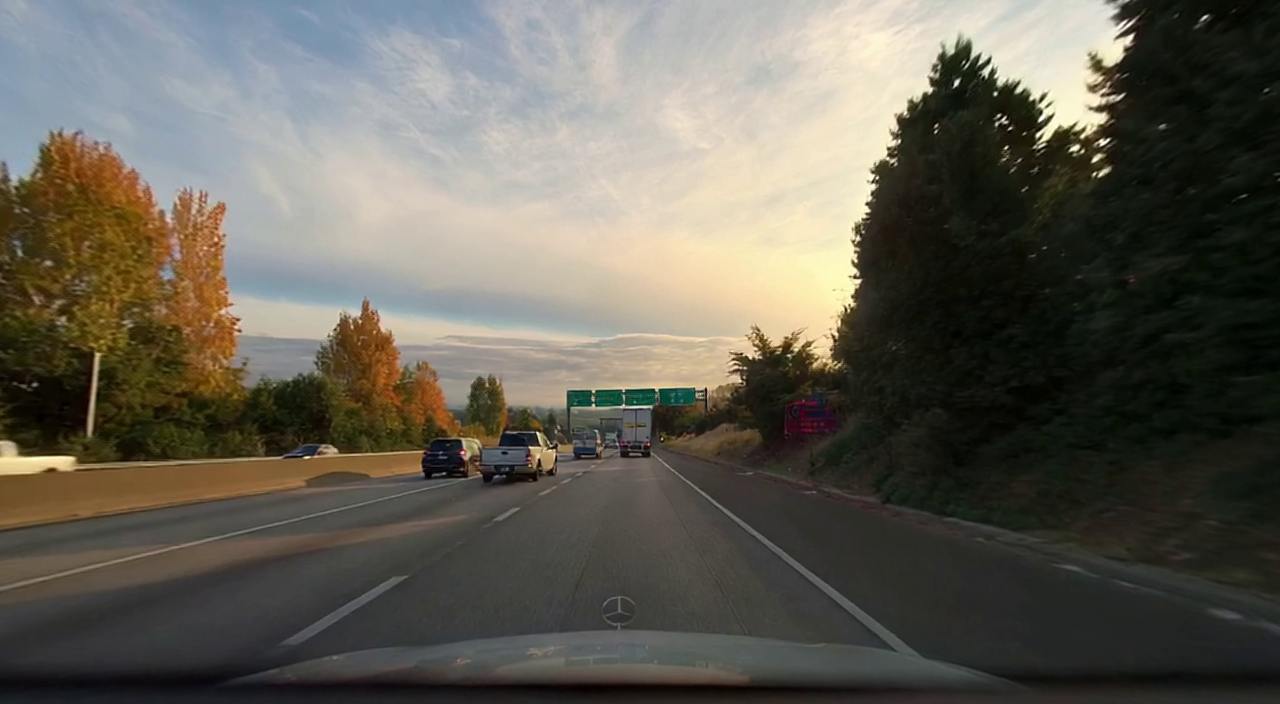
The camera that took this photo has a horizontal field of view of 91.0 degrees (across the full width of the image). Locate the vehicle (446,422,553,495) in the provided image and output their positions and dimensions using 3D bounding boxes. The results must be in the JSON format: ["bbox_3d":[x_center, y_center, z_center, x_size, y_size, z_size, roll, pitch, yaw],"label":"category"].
[{"bbox_3d":[-3.948,3.089,18.712,2.127,1.839,4.984,0,-8,-1],"label":"vehicle"}]

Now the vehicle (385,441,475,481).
[{"bbox_3d":[-7.874,4.110,24.085,1.946,1.365,4.420,0,-8,0],"label":"vehicle"}]
